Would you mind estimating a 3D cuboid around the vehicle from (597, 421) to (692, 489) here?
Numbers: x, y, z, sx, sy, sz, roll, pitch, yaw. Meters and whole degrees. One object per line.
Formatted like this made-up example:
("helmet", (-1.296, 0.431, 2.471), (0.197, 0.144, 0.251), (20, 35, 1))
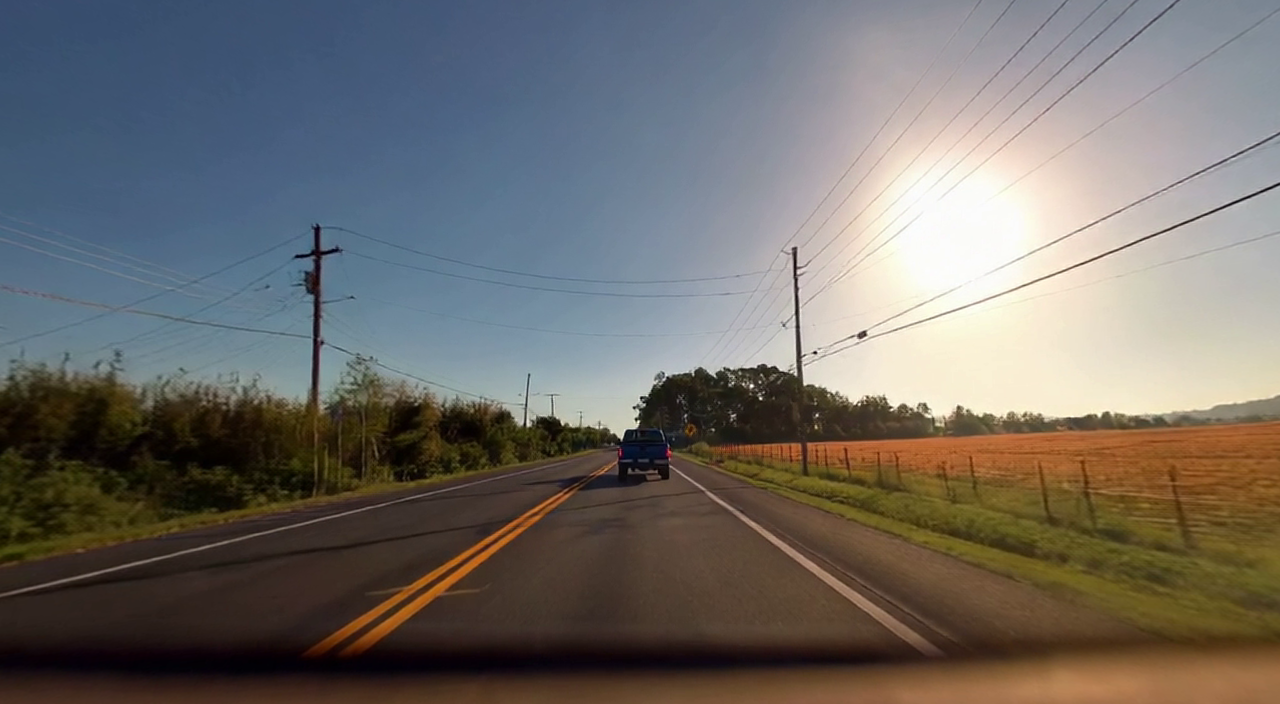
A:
("vehicle", (0.071, 3.691, 23.029), (2.921, 2.031, 7.416), (0, -8, -1))
